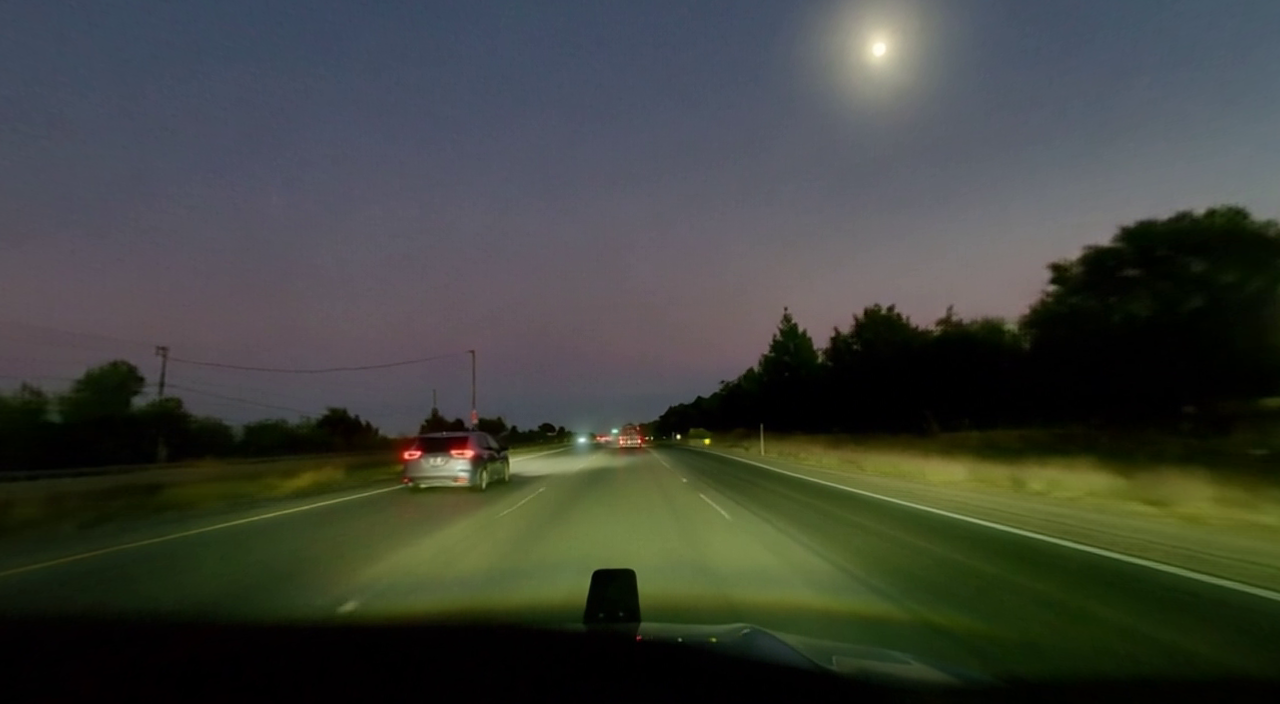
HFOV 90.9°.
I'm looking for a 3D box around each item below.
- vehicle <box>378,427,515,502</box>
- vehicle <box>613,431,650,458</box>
[{"bbox_3d":[-4.310,2.551,14.784,1.931,1.483,4.105,0,-8,0],"label":"vehicle"},{"bbox_3d":[-0.545,5.806,39.622,2.162,1.616,4.242,0,-8,-1],"label":"vehicle"}]
